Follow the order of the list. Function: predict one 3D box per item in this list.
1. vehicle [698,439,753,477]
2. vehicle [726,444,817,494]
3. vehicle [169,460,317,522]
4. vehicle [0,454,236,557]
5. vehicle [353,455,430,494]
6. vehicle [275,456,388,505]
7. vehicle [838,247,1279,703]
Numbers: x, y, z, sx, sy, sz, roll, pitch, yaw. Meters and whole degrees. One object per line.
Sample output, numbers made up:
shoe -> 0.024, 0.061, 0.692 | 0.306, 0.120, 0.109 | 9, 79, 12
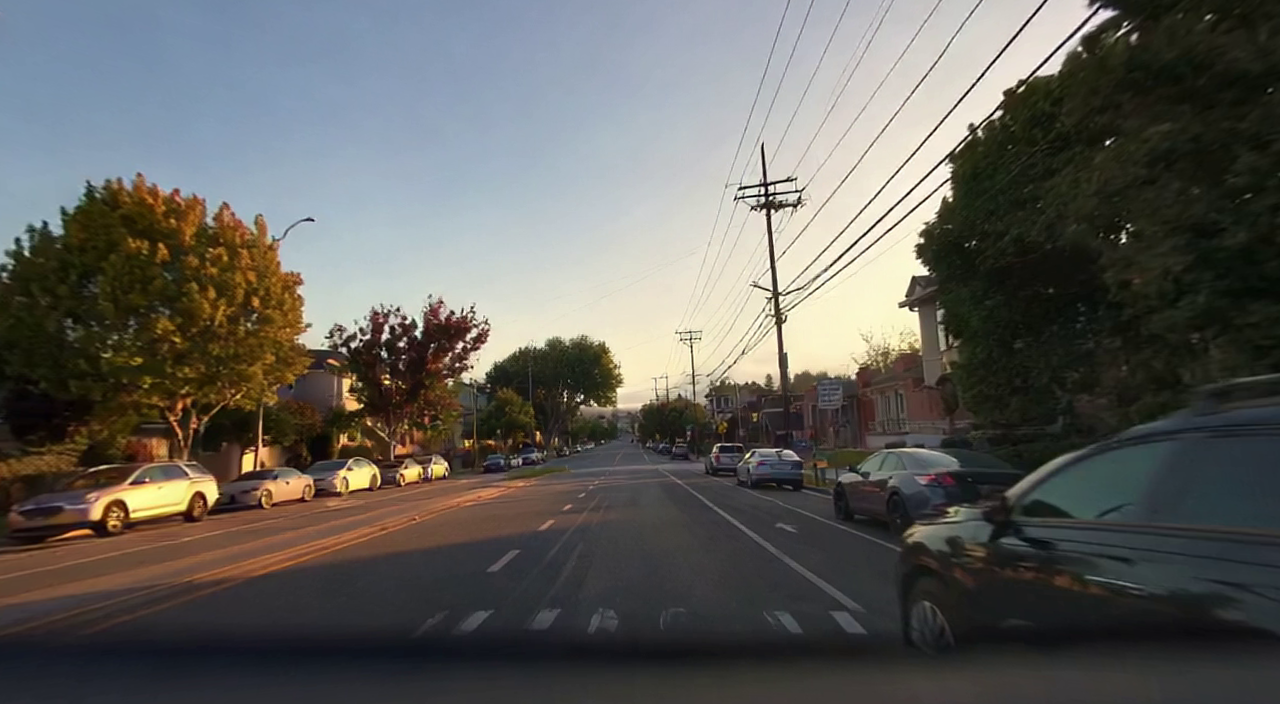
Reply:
vehicle -> 4.296, 5.428, 32.481 | 2.126, 1.802, 4.259 | 0, -9, -2
vehicle -> 4.227, 3.851, 21.151 | 1.989, 1.471, 4.460 | 0, -9, -1
vehicle -> -11.203, 3.906, 18.196 | 1.689, 1.461, 4.008 | 0, -9, -1
vehicle -> -11.054, 3.060, 13.372 | 2.061, 1.737, 4.370 | 0, -9, 0
vehicle -> -11.034, 5.443, 28.365 | 1.804, 1.513, 4.450 | 0, -9, -3
vehicle -> -11.051, 4.597, 23.084 | 1.955, 1.522, 4.759 | 0, -9, -3
vehicle -> 3.986, 0.829, 3.546 | 3.500, 2.118, 6.308 | 0, -7, -2
